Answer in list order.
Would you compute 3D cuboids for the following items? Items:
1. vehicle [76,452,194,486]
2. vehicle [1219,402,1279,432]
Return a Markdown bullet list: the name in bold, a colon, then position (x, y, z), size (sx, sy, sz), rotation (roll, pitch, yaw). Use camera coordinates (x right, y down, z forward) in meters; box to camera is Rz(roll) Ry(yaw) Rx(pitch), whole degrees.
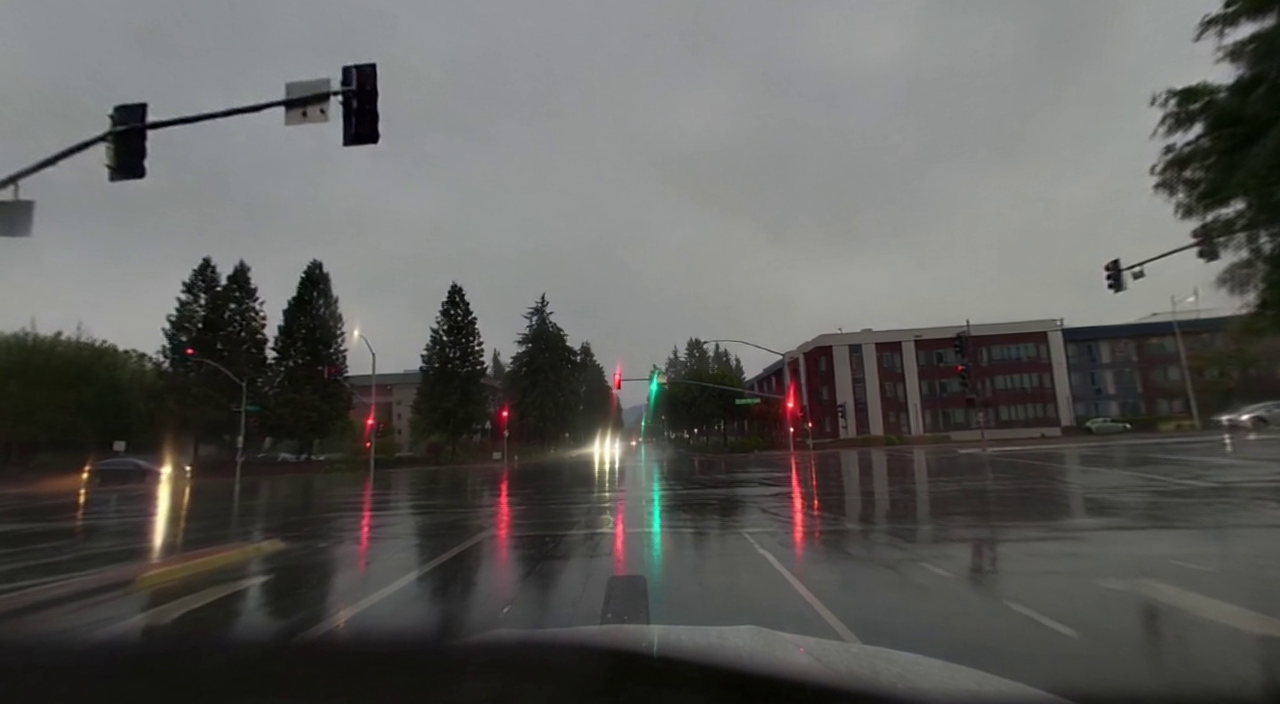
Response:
- **vehicle**: position (-25.156, 5.827, 31.496), size (4.332, 1.573, 1.900), rotation (0, -8, 3)
- **vehicle**: position (37.714, 3.899, 37.474), size (4.483, 1.691, 1.949), rotation (0, -8, 1)
